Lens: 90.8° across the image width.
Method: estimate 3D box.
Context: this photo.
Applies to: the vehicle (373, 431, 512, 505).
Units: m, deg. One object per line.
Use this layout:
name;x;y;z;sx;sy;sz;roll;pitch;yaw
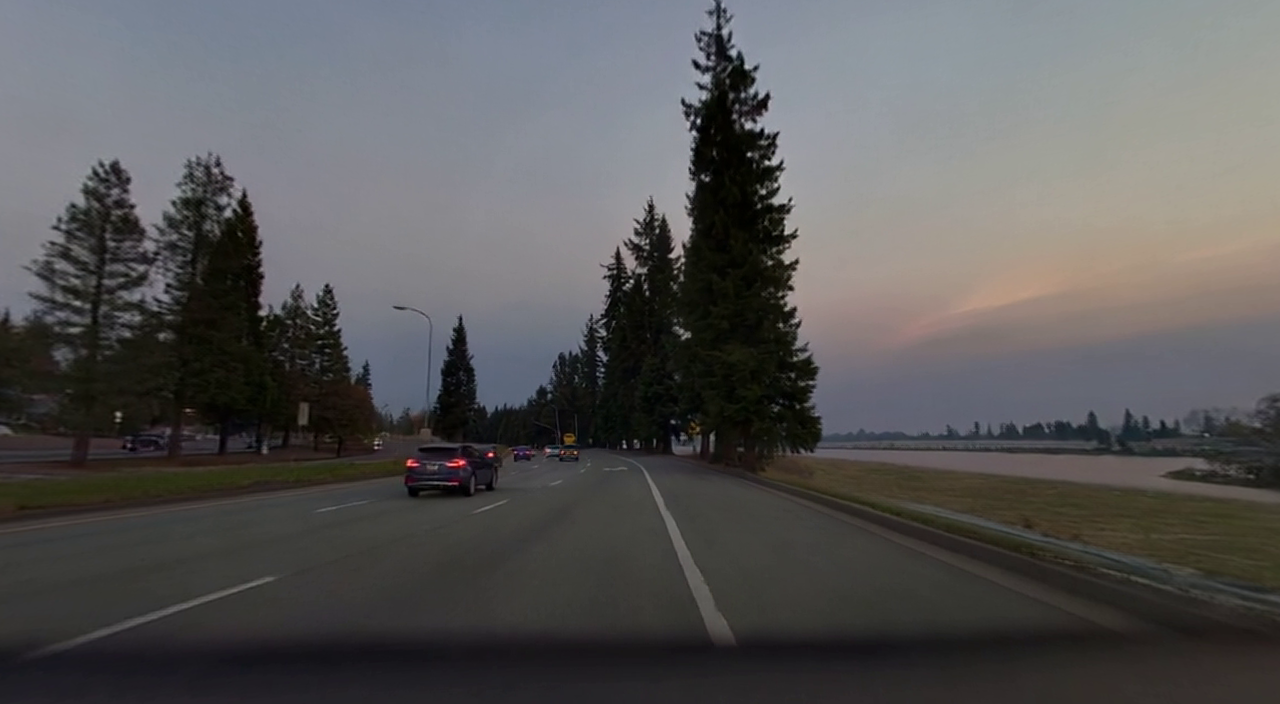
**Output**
vehicle;-5.169;3.096;17.372;2.210;1.737;4.649;-1;-8;2
